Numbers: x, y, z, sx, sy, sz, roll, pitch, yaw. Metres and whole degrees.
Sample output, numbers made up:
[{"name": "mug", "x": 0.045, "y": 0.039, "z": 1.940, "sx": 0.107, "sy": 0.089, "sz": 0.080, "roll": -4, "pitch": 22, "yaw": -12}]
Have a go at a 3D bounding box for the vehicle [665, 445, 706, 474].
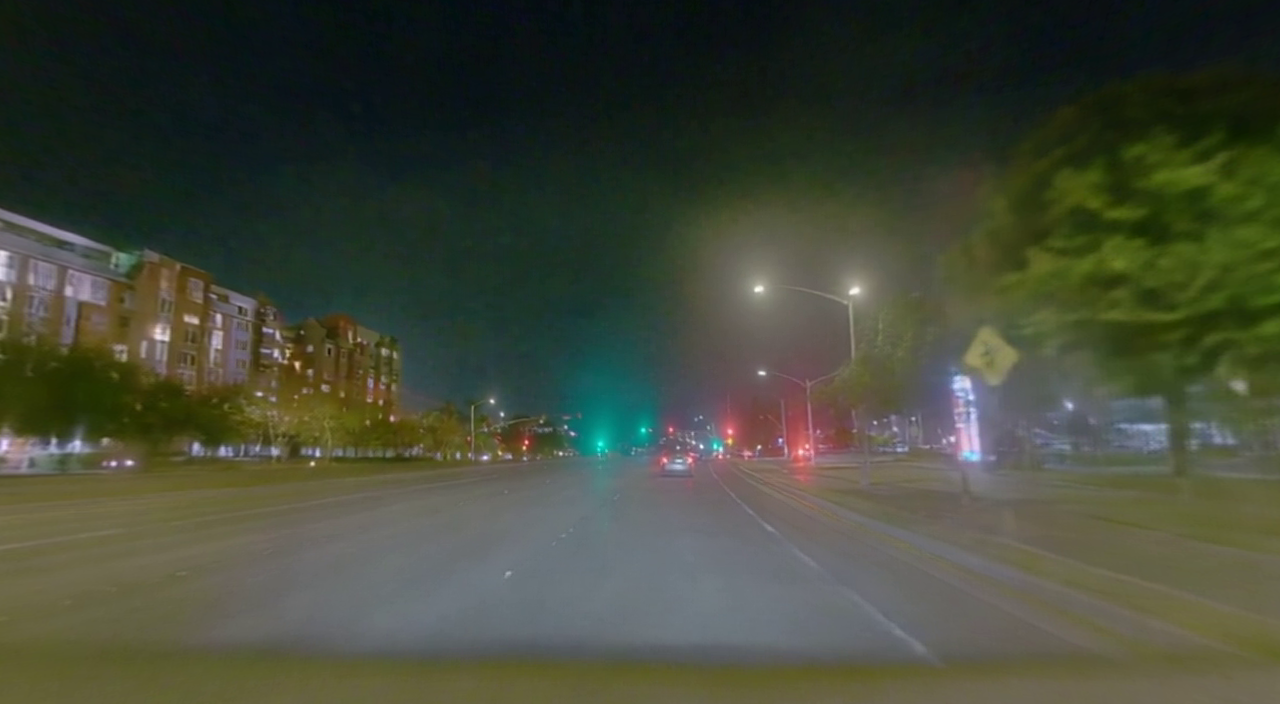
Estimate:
[{"name": "vehicle", "x": 2.467, "y": 5.894, "z": 34.763, "sx": 2.133, "sy": 1.481, "sz": 4.276, "roll": -1, "pitch": -9, "yaw": 3}]
